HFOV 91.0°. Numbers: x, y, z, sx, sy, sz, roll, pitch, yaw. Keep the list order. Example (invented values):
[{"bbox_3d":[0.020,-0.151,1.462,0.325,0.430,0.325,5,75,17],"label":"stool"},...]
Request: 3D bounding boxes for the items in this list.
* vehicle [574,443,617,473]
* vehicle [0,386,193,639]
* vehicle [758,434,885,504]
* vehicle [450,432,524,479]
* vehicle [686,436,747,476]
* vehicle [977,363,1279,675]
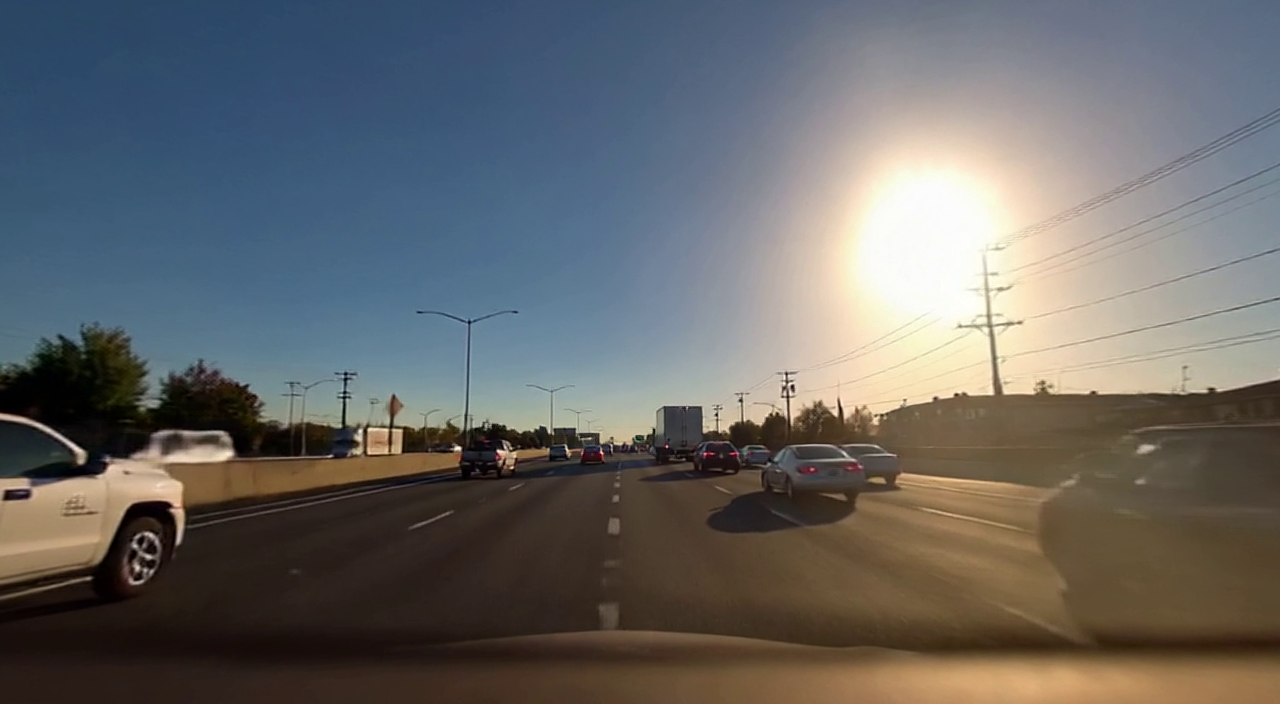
[{"bbox_3d":[-2.312,5.675,33.874,2.060,1.508,4.308,0,-9,-1],"label":"vehicle"},{"bbox_3d":[-5.400,1.030,3.884,2.127,1.705,4.374,1,-9,-2],"label":"vehicle"},{"bbox_3d":[4.626,3.056,16.826,1.978,1.607,4.245,1,-9,-2],"label":"vehicle"},{"bbox_3d":[-6.511,4.476,27.404,2.147,1.825,4.602,0,-9,-1],"label":"vehicle"},{"bbox_3d":[3.662,5.093,31.094,2.182,1.782,4.800,1,-9,-2],"label":"vehicle"},{"bbox_3d":[4.726,1.056,4.206,2.086,1.783,4.868,1,-9,-2],"label":"vehicle"}]
